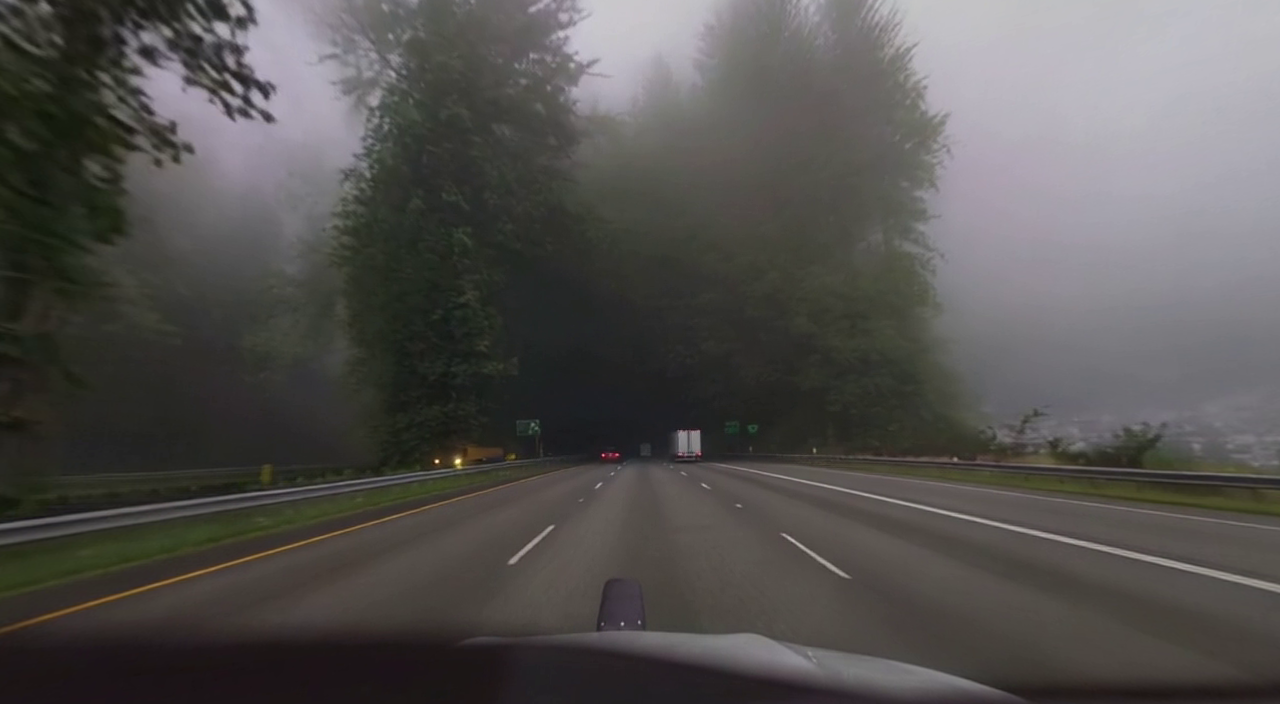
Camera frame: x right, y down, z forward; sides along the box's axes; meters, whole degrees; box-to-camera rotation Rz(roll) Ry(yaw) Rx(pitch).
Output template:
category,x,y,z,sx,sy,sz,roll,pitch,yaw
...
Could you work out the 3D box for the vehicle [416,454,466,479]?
category,x,y,z,sx,sy,sz,roll,pitch,yaw
vehicle,-13.581,7.804,43.291,1.879,1.561,4.362,-1,-9,2
